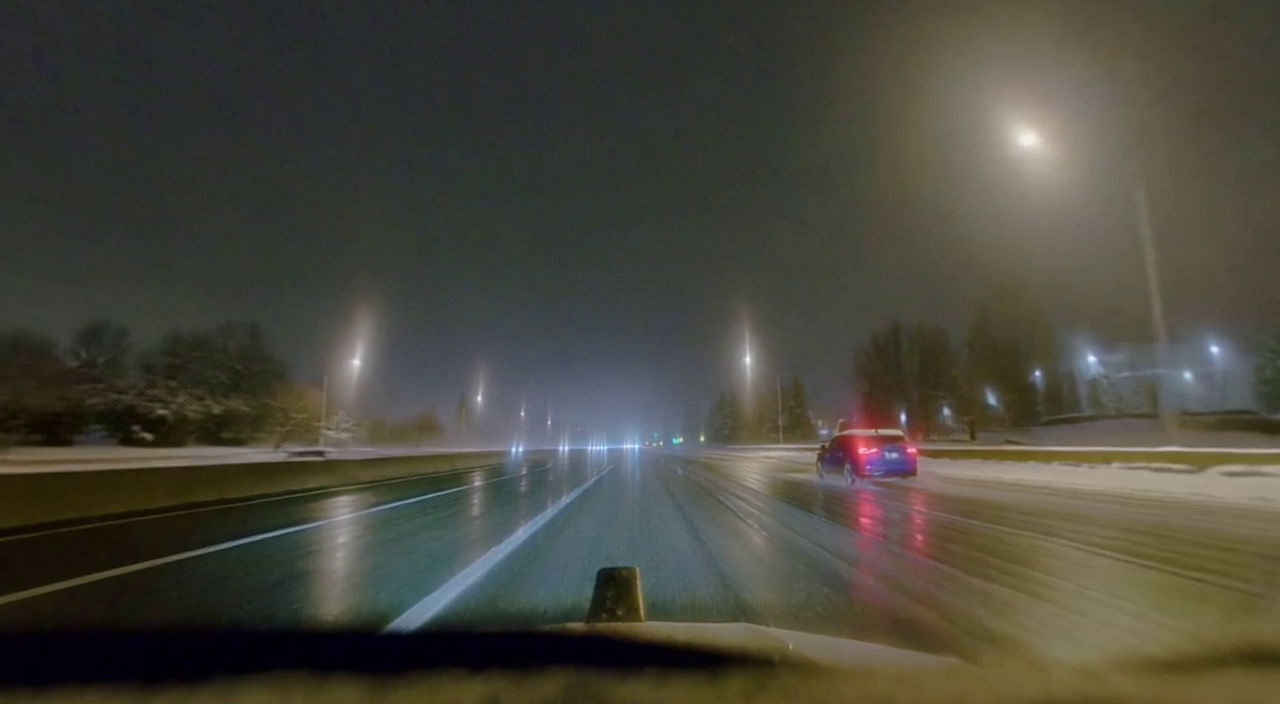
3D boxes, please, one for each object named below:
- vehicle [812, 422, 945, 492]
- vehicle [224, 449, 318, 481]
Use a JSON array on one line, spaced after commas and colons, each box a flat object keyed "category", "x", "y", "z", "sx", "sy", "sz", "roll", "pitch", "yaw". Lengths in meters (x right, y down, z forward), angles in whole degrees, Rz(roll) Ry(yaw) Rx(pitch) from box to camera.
[{"category": "vehicle", "x": 7.187, "y": 3.223, "z": 19.700, "sx": 2.222, "sy": 1.899, "sz": 4.595, "roll": 0, "pitch": -8, "yaw": -2}, {"category": "vehicle", "x": -18.356, "y": 5.623, "z": 31.709, "sx": 1.989, "sy": 1.471, "sz": 4.517, "roll": 0, "pitch": -8, "yaw": 0}]
